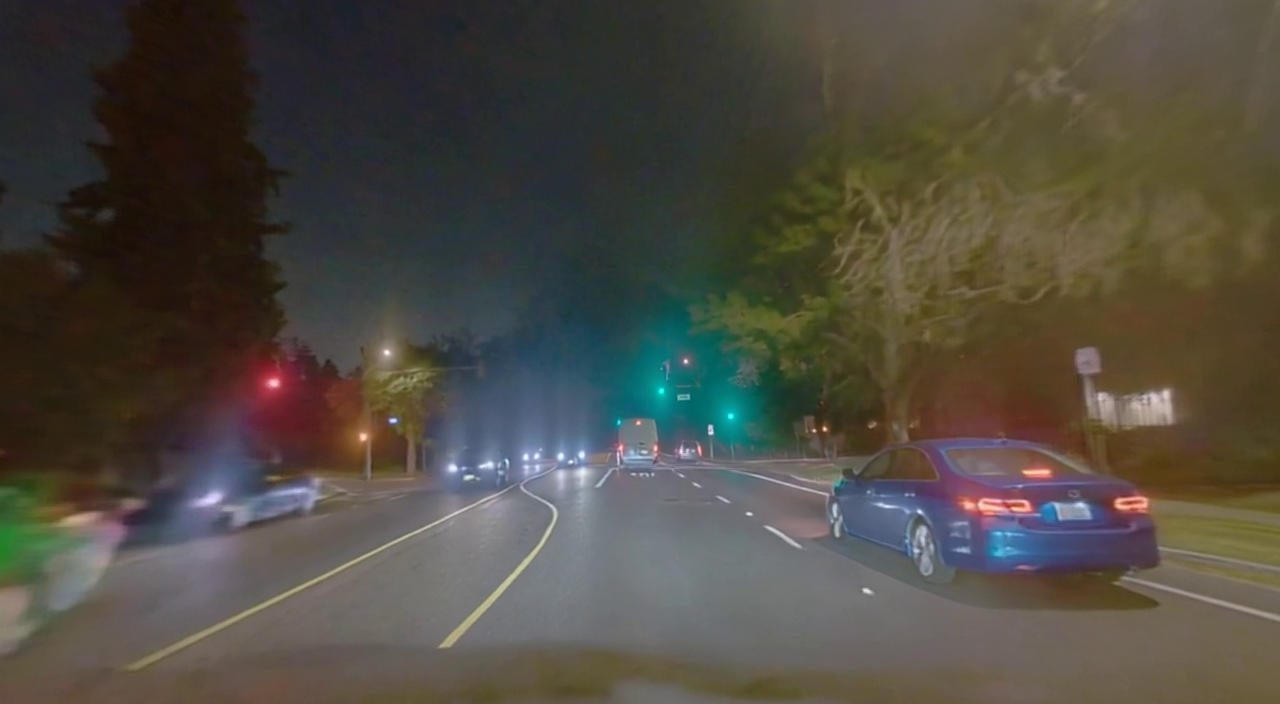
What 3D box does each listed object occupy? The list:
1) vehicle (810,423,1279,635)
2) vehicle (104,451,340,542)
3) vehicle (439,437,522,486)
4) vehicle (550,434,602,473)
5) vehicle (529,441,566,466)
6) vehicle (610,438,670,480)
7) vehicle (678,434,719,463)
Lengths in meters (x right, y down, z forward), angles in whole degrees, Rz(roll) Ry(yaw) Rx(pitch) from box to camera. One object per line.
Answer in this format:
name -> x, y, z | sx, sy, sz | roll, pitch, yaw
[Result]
vehicle -> 3.414, 1.537, 6.625 | 1.973, 1.447, 4.402 | 0, -8, -1
vehicle -> -8.193, 2.817, 13.048 | 1.938, 1.461, 4.493 | 0, -8, -2
vehicle -> -6.306, 4.362, 25.596 | 2.146, 1.768, 4.664 | 0, -8, 0
vehicle -> -3.066, 4.977, 31.338 | 2.083, 1.741, 5.530 | 0, -8, -1
vehicle -> -6.431, 7.117, 44.405 | 2.051, 1.663, 4.031 | 0, -8, 0
vehicle -> -0.012, 4.082, 24.498 | 2.114, 1.483, 4.207 | 0, -8, -1
vehicle -> 3.938, 6.589, 43.251 | 2.187, 1.847, 4.553 | 0, -8, -2
